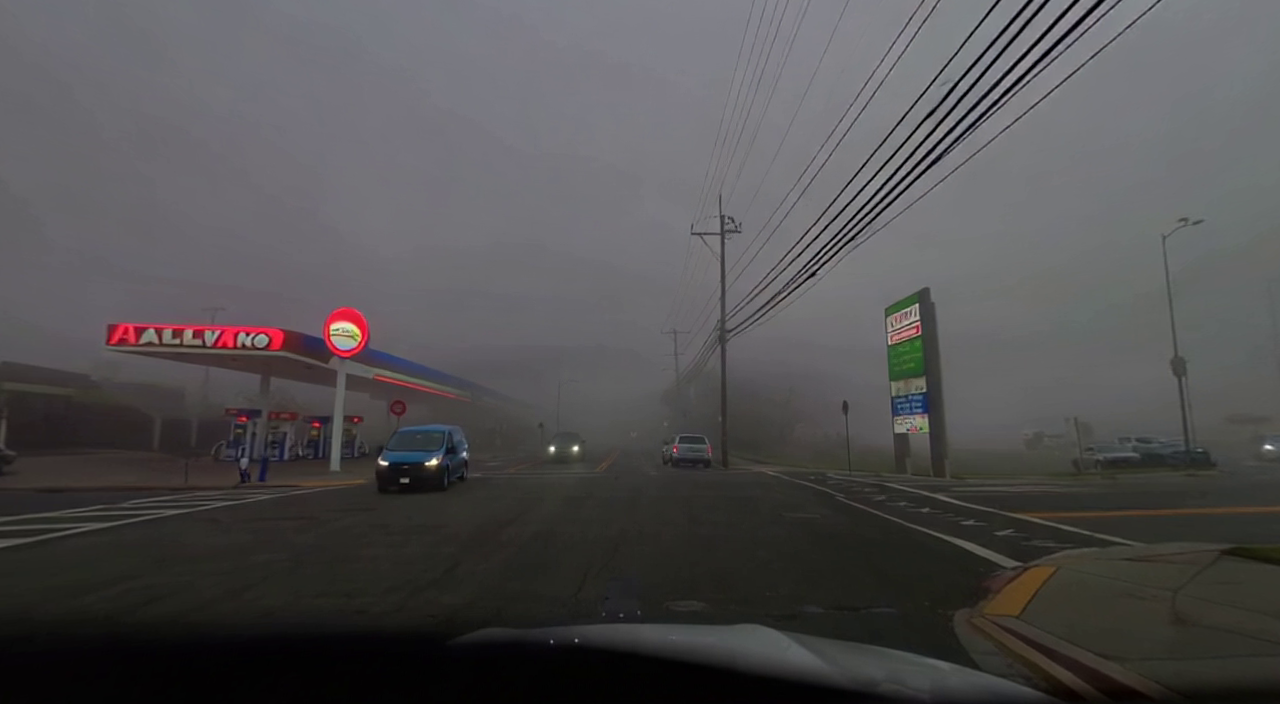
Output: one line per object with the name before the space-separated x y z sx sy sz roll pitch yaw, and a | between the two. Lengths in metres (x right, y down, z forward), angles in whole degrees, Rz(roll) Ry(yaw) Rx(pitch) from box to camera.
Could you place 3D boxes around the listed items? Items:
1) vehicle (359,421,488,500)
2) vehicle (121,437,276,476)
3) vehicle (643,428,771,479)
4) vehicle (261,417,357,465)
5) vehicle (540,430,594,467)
vehicle | -5.933 3.041 18.096 2.222 1.931 4.882 0 -9 -3
vehicle | -17.894 4.216 25.713 5.116 1.487 1.928 -1 -9 8
vehicle | 2.395 3.707 23.252 4.271 1.663 2.000 -7 -11 41
vehicle | -17.166 4.675 33.089 2.499 2.309 4.613 0 -9 -1
vehicle | -3.923 5.292 34.662 2.274 1.844 4.843 0 -9 1
